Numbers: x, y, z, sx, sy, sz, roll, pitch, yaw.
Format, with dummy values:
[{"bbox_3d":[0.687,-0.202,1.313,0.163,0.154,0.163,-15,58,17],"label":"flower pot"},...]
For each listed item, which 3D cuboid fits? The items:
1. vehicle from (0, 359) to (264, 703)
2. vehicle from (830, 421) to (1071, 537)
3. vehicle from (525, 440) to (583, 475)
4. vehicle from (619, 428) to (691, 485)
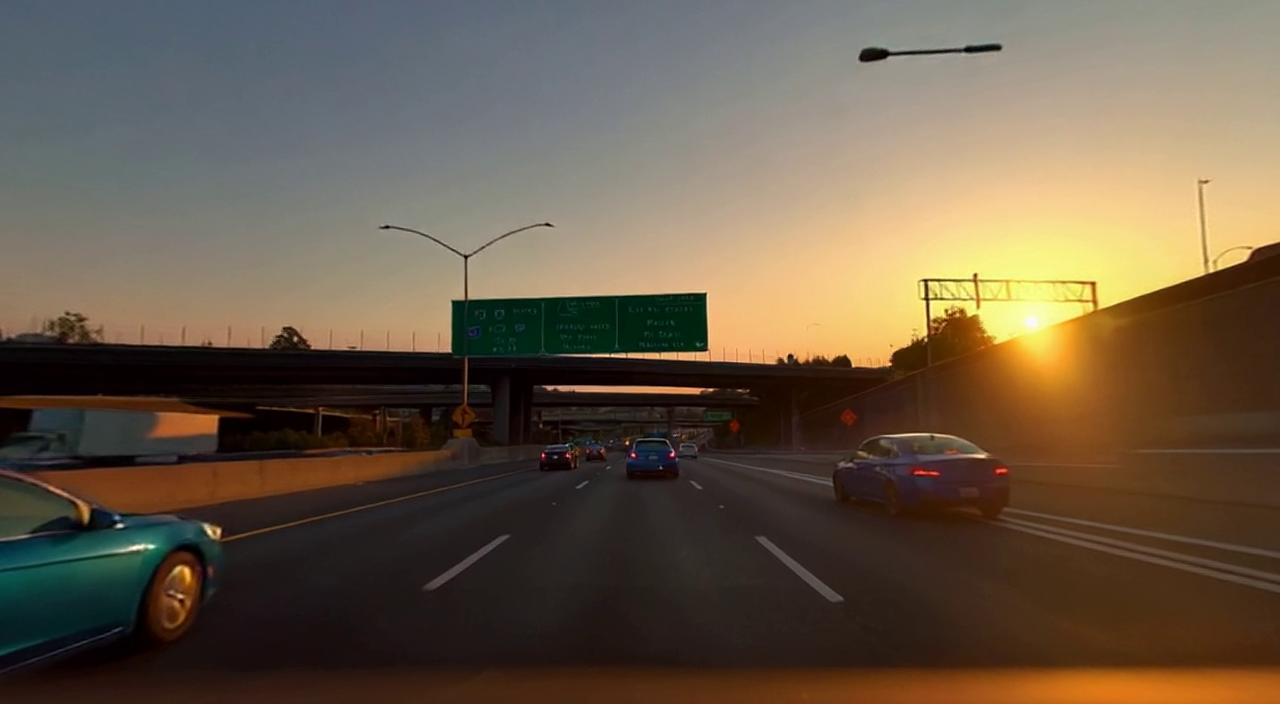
[{"bbox_3d":[-3.933,0.804,2.439,2.160,1.639,4.431,0,-8,0],"label":"vehicle"},{"bbox_3d":[5.168,2.165,11.369,2.055,1.656,4.370,0,-8,-1],"label":"vehicle"},{"bbox_3d":[-3.891,4.852,29.243,2.031,1.491,4.145,0,-8,1],"label":"vehicle"},{"bbox_3d":[0.440,3.540,21.543,2.202,1.748,4.158,0,-8,-1],"label":"vehicle"}]
